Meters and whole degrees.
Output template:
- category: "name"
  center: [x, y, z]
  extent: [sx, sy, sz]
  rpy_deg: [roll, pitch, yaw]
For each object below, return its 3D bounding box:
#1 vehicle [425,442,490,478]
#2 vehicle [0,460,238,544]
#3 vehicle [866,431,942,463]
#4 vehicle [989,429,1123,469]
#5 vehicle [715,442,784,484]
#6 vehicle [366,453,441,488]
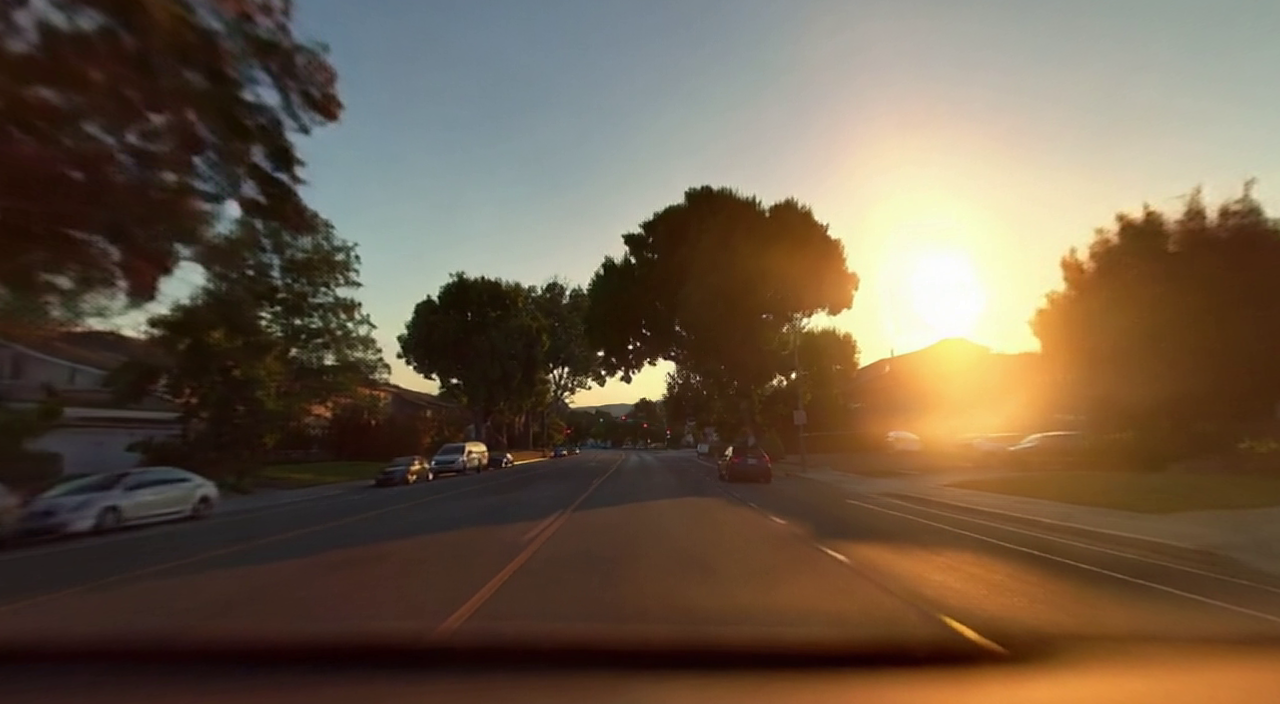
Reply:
- category: "vehicle"
  center: [-10.991, 6.536, 38.500]
  extent: [2.180, 1.953, 5.787]
  rpy_deg: [-1, -9, 1]
- category: "vehicle"
  center: [-10.980, 3.131, 13.731]
  extent: [1.784, 1.412, 4.093]
  rpy_deg: [0, -9, -1]
- category: "vehicle"
  center: [15.303, 5.550, 36.856]
  extent: [2.129, 1.699, 4.906]
  rpy_deg: [0, -9, -3]
- category: "vehicle"
  center: [17.218, 4.018, 26.248]
  extent: [4.065, 1.557, 2.107]
  rpy_deg: [0, -9, 0]
- category: "vehicle"
  center: [4.260, 4.396, 25.292]
  extent: [1.956, 1.492, 4.425]
  rpy_deg: [0, -9, 0]
- category: "vehicle"
  center: [-10.953, 5.492, 29.553]
  extent: [1.829, 1.441, 4.355]
  rpy_deg: [0, -9, 0]
